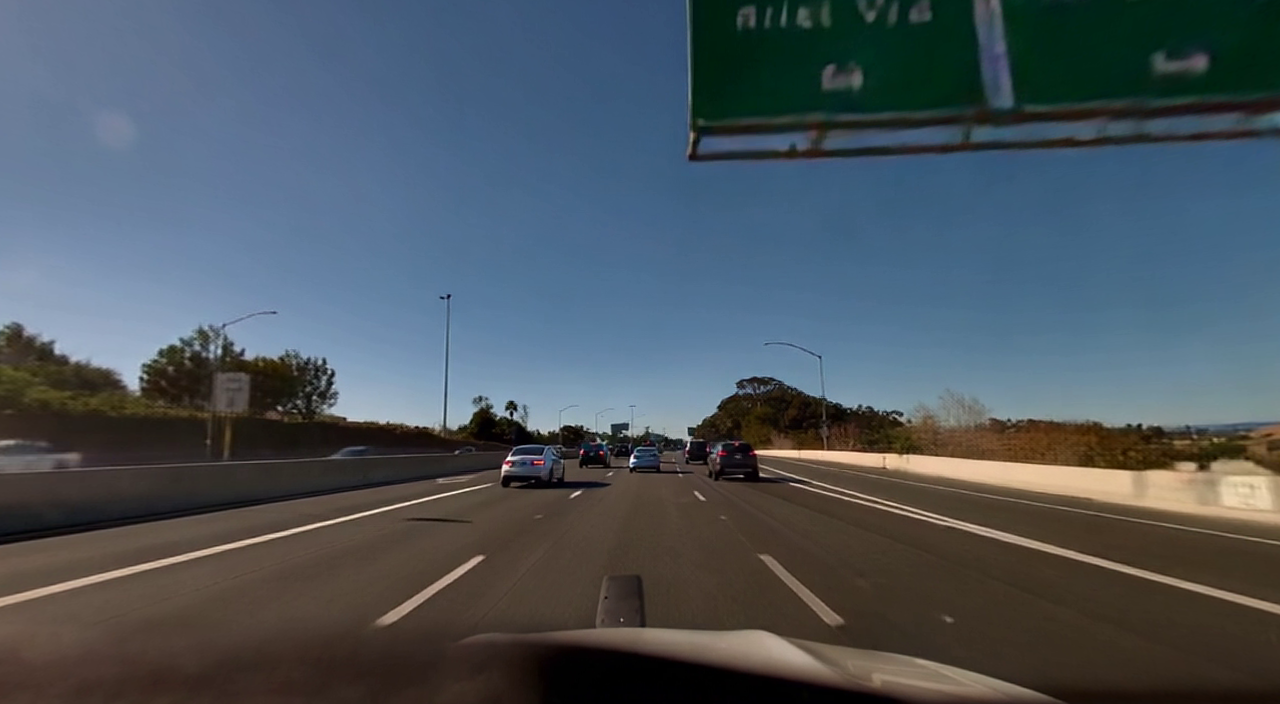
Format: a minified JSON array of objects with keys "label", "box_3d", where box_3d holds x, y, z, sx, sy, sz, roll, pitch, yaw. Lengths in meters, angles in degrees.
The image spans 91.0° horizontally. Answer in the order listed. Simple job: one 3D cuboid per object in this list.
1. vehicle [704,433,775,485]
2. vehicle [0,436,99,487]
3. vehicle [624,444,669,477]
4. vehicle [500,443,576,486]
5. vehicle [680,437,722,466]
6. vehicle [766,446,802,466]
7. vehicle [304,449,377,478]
[{"label":"vehicle","box_3d":[3.682,4.067,24.139,2.045,1.768,4.249,0,-9,0]},{"label":"vehicle","box_3d":[-23.591,4.087,23.603,2.055,1.786,4.972,0,-9,2]},{"label":"vehicle","box_3d":[0.333,5.273,30.699,2.071,1.478,4.130,0,-9,1]},{"label":"vehicle","box_3d":[-3.787,4.267,24.255,1.996,1.488,4.451,0,-9,3]},{"label":"vehicle","box_3d":[4.671,7.864,49.727,2.802,2.151,6.579,0,-9,1]},{"label":"vehicle","box_3d":[10.931,7.941,48.094,1.971,1.464,4.357,0,-9,3]},{"label":"vehicle","box_3d":[-16.434,6.099,34.770,1.786,1.478,4.340,0,-9,2]}]
